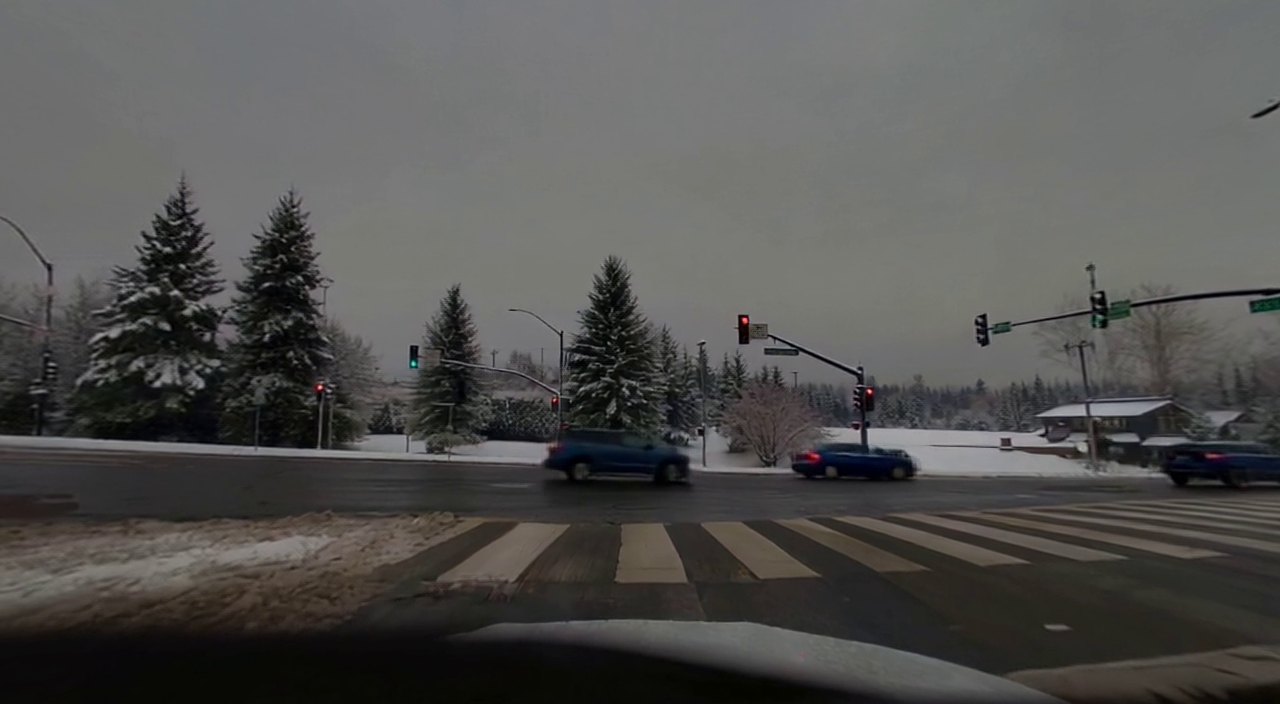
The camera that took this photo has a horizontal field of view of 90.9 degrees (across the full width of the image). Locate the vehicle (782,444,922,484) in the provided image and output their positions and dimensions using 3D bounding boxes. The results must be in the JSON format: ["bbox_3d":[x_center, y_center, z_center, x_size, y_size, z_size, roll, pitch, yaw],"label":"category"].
[{"bbox_3d":[8.633,4.518,25.786,5.203,1.488,1.907,2,-9,-17],"label":"vehicle"}]

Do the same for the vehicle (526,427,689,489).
[{"bbox_3d":[-1.022,3.204,19.341,4.626,1.710,1.891,3,-9,-17],"label":"vehicle"}]

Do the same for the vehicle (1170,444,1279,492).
[{"bbox_3d":[23.129,4.389,24.198,5.014,1.675,1.906,3,-9,-20],"label":"vehicle"}]
